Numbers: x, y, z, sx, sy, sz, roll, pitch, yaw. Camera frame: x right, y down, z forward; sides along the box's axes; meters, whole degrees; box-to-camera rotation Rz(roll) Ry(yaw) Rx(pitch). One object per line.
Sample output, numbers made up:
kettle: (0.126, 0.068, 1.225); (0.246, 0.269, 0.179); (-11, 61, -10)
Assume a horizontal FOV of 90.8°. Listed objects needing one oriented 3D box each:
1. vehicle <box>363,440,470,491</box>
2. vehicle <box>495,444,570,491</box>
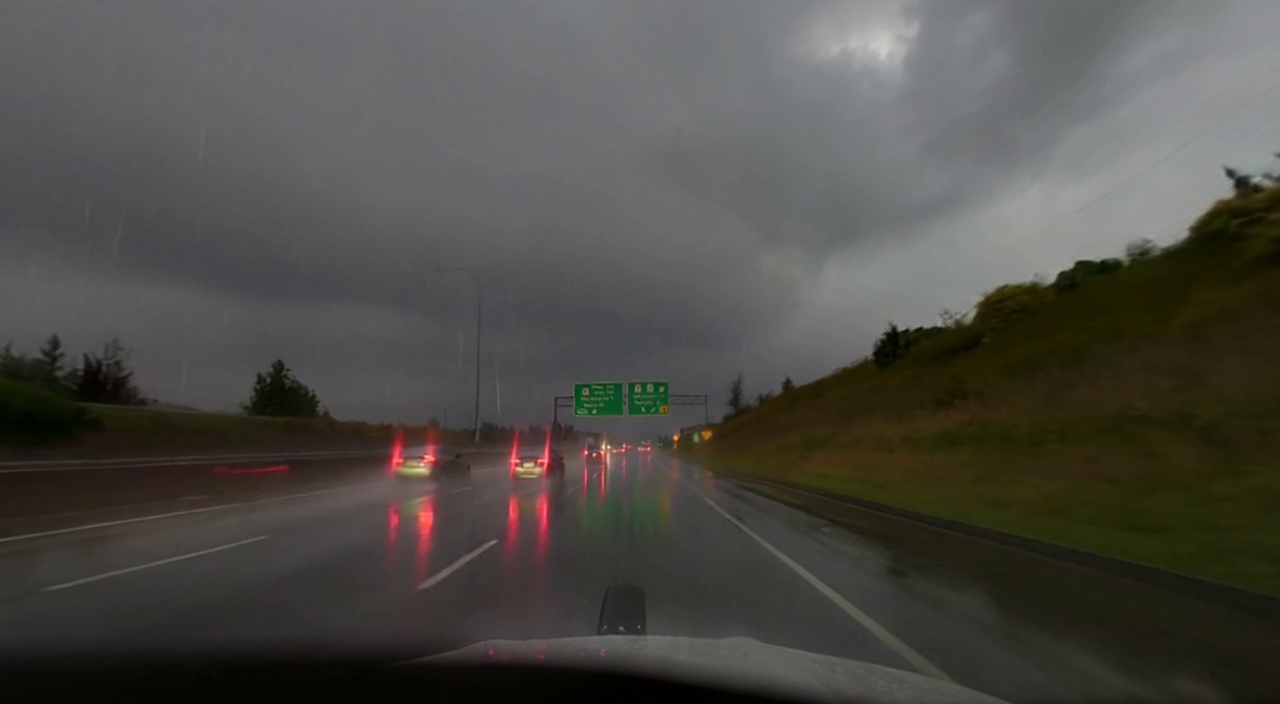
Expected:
vehicle: (-7.525, 3.856, 21.725); (2.091, 1.558, 4.220); (0, -9, 0)
vehicle: (-3.610, 3.959, 21.930); (1.924, 1.436, 3.915); (0, -9, 0)
